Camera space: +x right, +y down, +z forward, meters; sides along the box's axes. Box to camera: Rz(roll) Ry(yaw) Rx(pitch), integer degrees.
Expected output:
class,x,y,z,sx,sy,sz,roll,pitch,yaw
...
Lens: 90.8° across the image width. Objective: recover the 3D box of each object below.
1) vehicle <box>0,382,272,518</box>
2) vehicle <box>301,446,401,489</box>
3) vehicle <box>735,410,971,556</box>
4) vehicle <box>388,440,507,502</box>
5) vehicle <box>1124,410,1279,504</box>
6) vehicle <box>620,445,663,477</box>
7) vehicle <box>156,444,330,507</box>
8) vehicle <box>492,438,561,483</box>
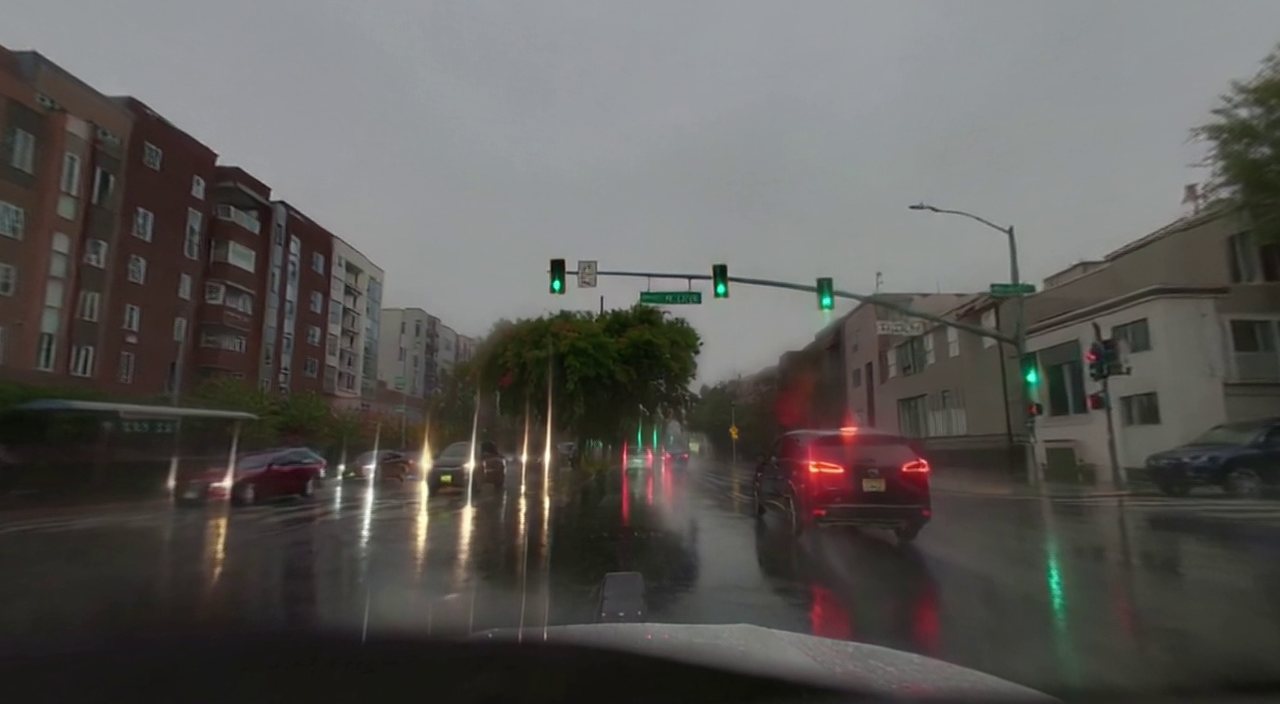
class,x,y,z,sx,sy,sz,roll,pitch,yaw
vehicle,-15.176,3.005,18.878,2.932,3.089,8.772,0,-10,1
vehicle,-11.880,4.737,26.327,2.183,1.630,4.221,0,-8,-1
vehicle,3.100,2.019,10.549,2.129,1.844,4.767,0,-8,-2
vehicle,-5.536,3.477,18.913,2.062,1.532,4.830,-2,-9,0
vehicle,15.271,2.424,14.928,5.888,1.985,2.357,0,-8,-6
vehicle,0.056,5.611,32.796,2.059,1.492,4.033,0,-8,-1
vehicle,-11.755,3.628,19.250,2.001,1.638,4.980,0,-8,1
vehicle,-4.971,4.815,28.463,2.275,1.816,4.923,0,-8,-1
